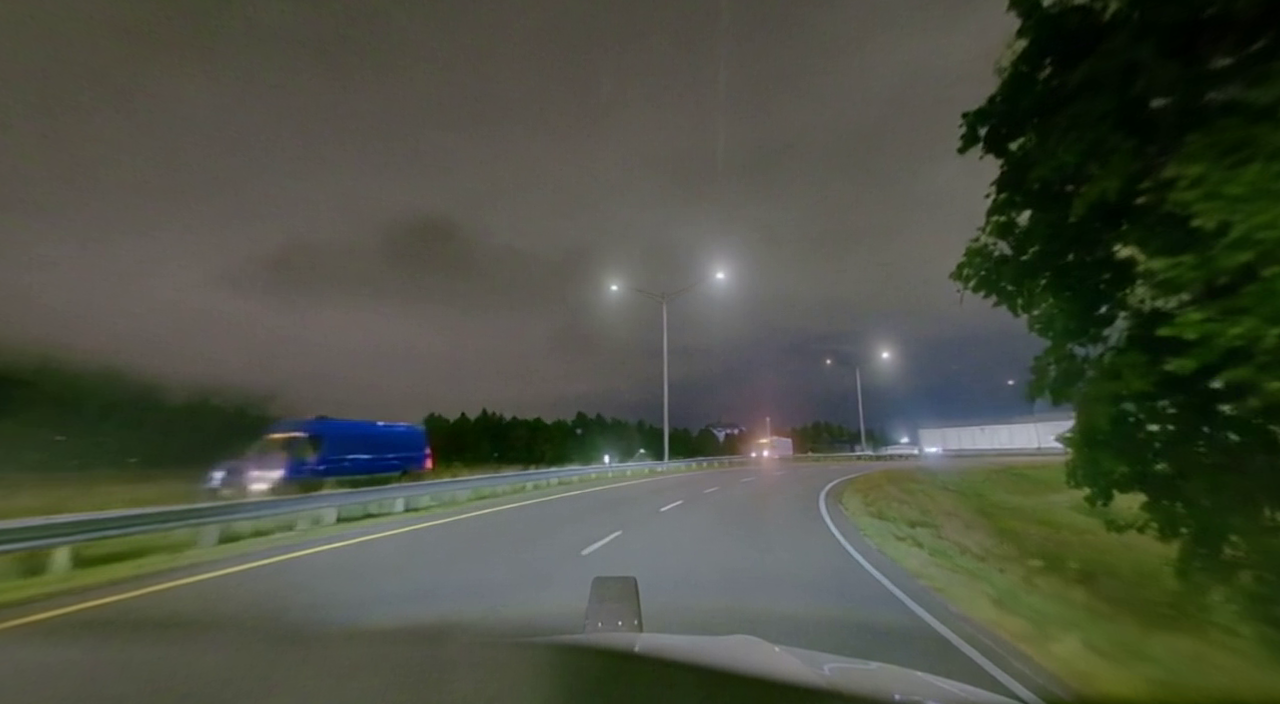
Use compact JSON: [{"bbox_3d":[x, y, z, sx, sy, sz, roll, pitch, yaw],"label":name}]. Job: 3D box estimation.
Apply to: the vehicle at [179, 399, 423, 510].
[{"bbox_3d":[-9.760,3.088,19.152,2.447,2.725,6.755,-3,-9,15],"label":"vehicle"}]
